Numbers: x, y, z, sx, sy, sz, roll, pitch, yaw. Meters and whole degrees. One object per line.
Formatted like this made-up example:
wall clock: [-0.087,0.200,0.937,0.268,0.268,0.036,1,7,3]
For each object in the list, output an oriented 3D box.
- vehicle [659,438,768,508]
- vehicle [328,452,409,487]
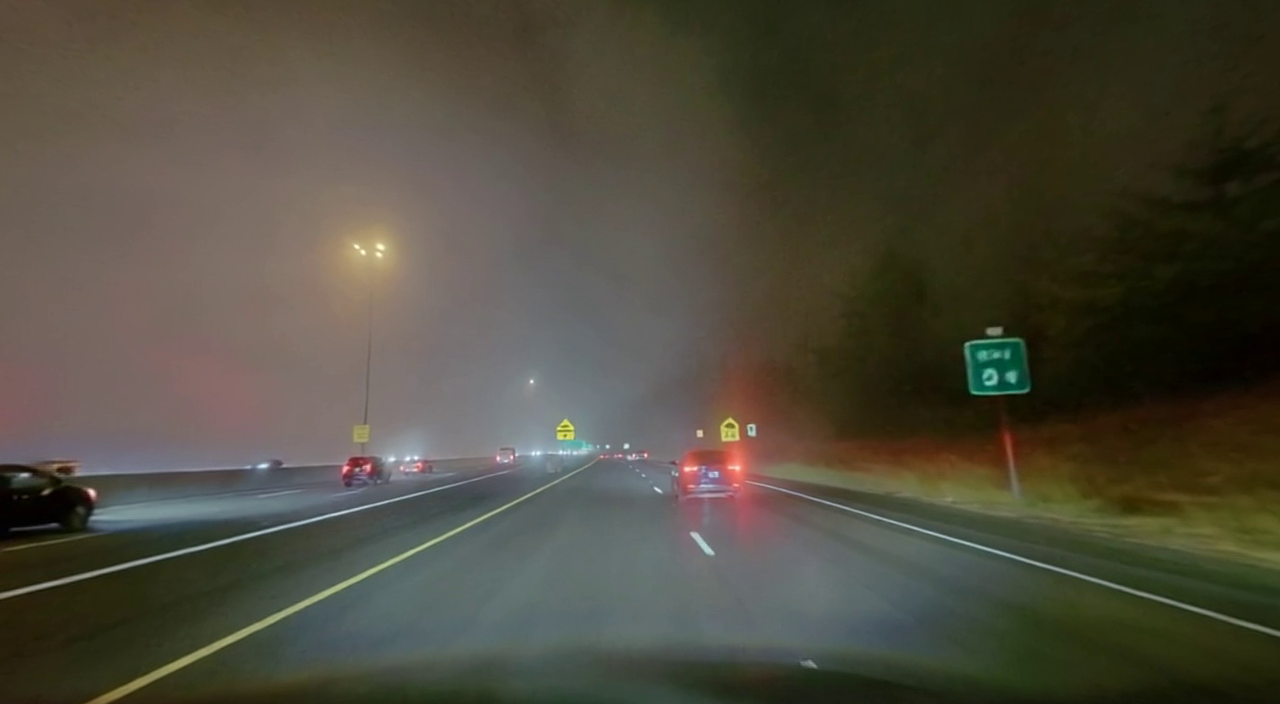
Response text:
vehicle: [1.700,3.026,16.215,2.079,1.535,4.316,1,-9,-3]
vehicle: [-13.286,5.750,31.166,2.072,1.545,4.687,1,-9,-3]
